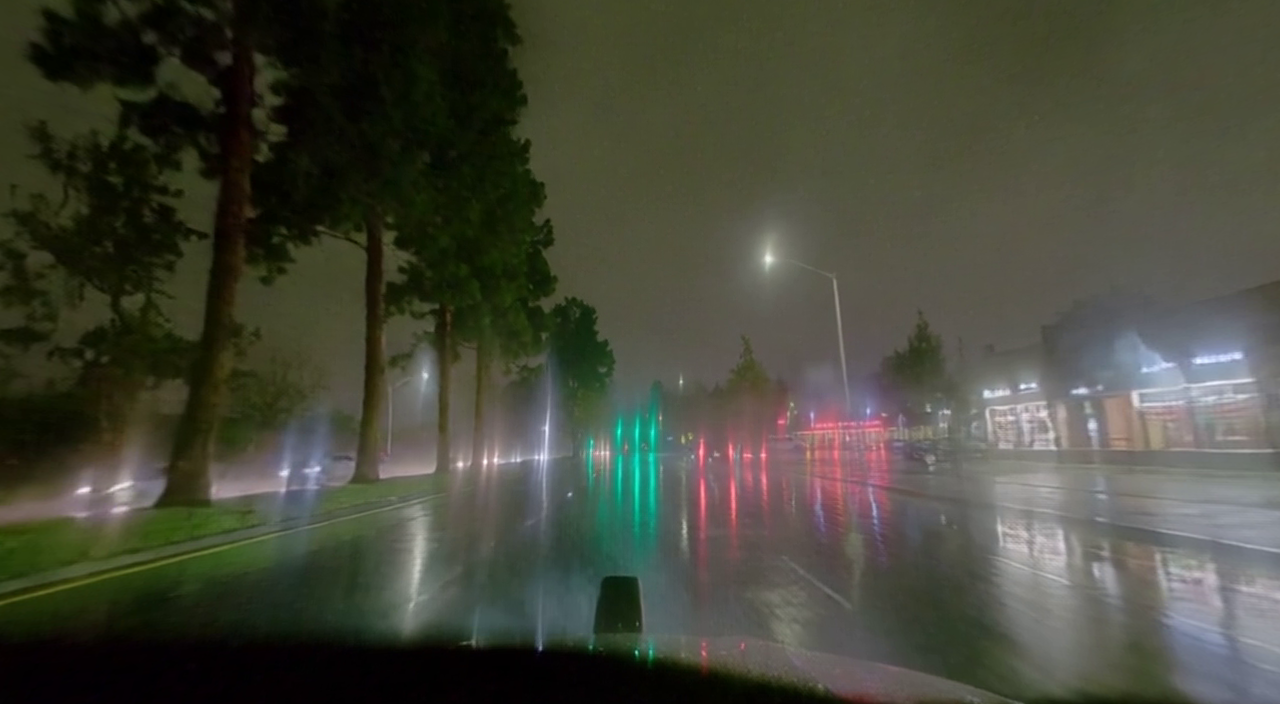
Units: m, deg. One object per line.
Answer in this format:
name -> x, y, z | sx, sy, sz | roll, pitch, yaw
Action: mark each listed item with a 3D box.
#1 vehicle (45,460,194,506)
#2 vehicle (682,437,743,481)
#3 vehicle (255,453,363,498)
vehicle -> -19.797, 4.972, 24.261 | 1.881, 1.497, 4.488 | 0, -8, 0
vehicle -> 3.093, 4.663, 27.696 | 2.083, 1.743, 4.354 | 0, -8, -1
vehicle -> -12.746, 4.740, 24.559 | 1.921, 1.520, 4.231 | 0, -8, -1
